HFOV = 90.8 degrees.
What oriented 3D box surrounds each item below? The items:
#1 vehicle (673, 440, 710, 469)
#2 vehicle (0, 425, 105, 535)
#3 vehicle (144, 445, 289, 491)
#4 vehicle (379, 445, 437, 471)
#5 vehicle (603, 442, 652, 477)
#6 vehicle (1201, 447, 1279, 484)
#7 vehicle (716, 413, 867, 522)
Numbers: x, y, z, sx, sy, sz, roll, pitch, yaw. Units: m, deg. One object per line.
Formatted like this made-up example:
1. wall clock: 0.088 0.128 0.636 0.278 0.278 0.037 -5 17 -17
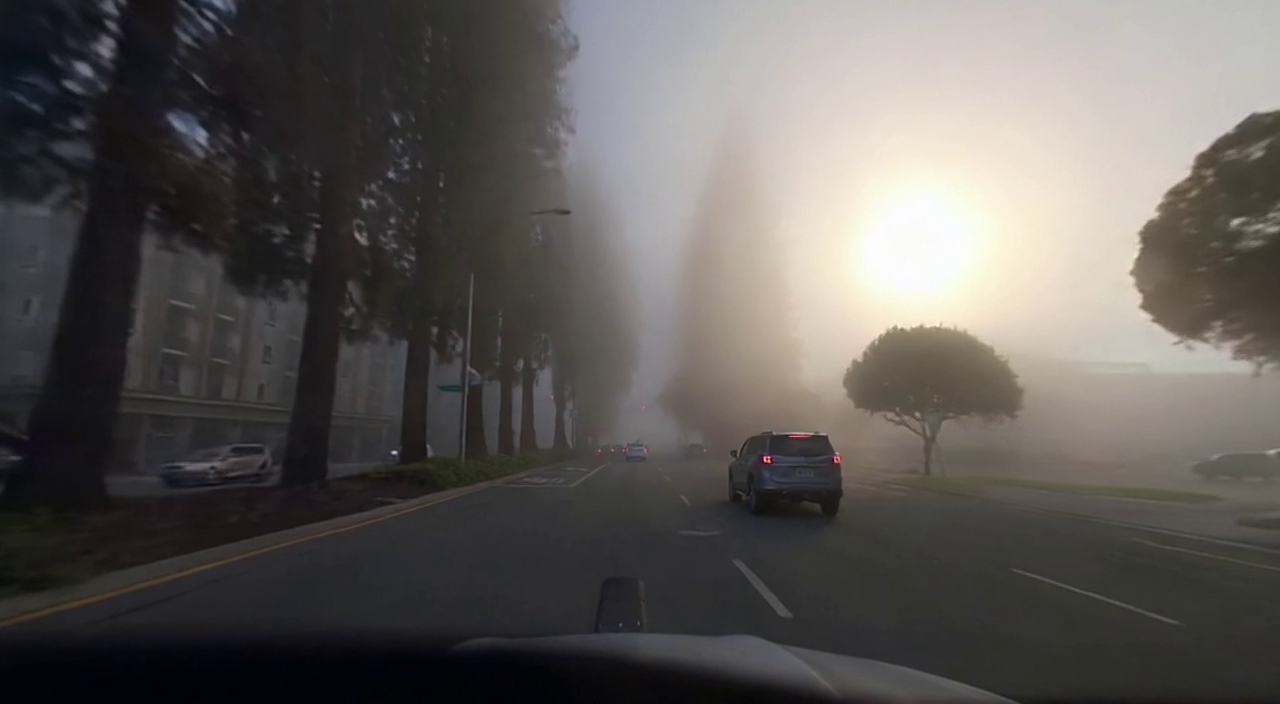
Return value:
1. vehicle: 3.217 6.480 40.080 1.922 1.708 4.126 0 -9 -1
2. vehicle: -11.530 1.920 9.182 2.496 1.750 5.670 -1 -9 1
3. vehicle: -15.240 4.173 23.123 1.993 1.465 4.761 -1 -9 0
4. vehicle: -14.517 6.653 39.853 1.913 1.477 4.470 -1 -9 1
5. vehicle: -0.577 4.952 29.331 2.119 1.460 3.847 0 -9 0
6. vehicle: 29.214 5.230 29.411 1.912 1.598 4.602 -1 -9 0
7. vehicle: 2.972 2.391 13.516 2.035 1.940 4.299 0 -9 -1
